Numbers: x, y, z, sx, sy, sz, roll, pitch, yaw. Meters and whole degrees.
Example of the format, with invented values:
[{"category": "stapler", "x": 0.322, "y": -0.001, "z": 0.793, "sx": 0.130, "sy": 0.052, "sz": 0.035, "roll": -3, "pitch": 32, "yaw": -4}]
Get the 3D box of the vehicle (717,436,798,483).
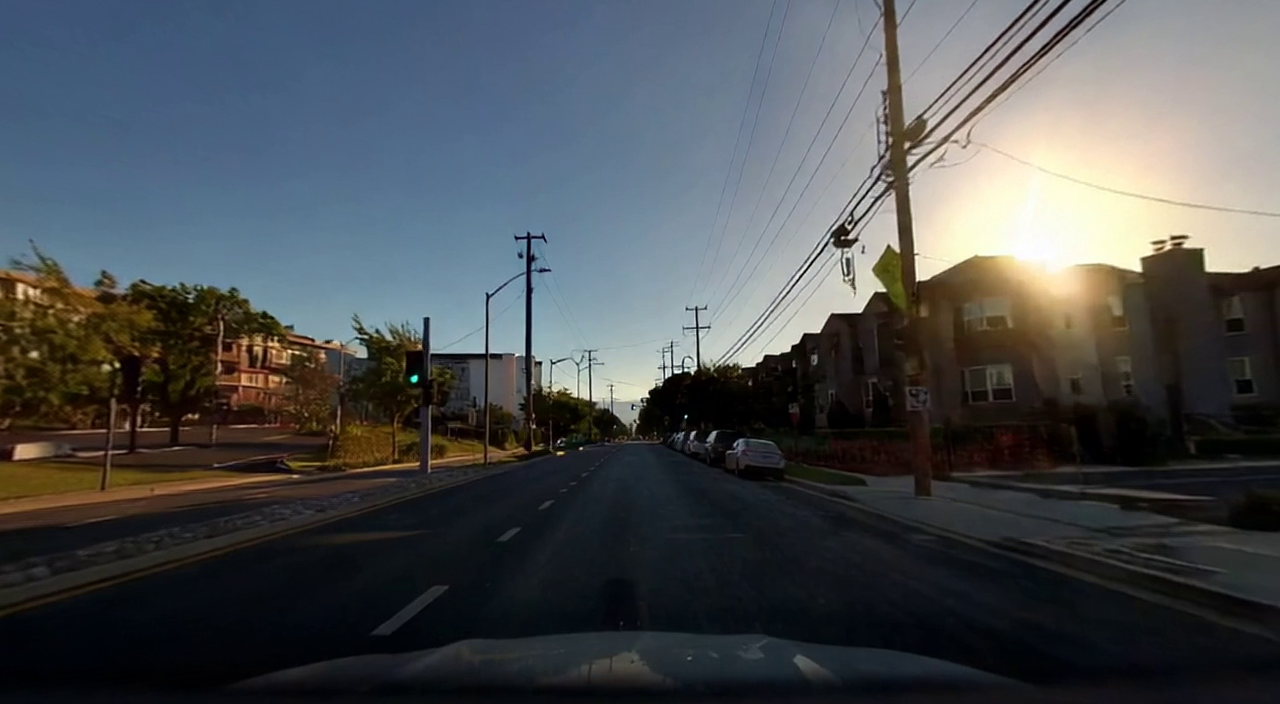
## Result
[{"category": "vehicle", "x": 3.873, "y": 3.638, "z": 21.660, "sx": 1.785, "sy": 1.441, "sz": 4.458, "roll": 0, "pitch": -8, "yaw": -2}]
